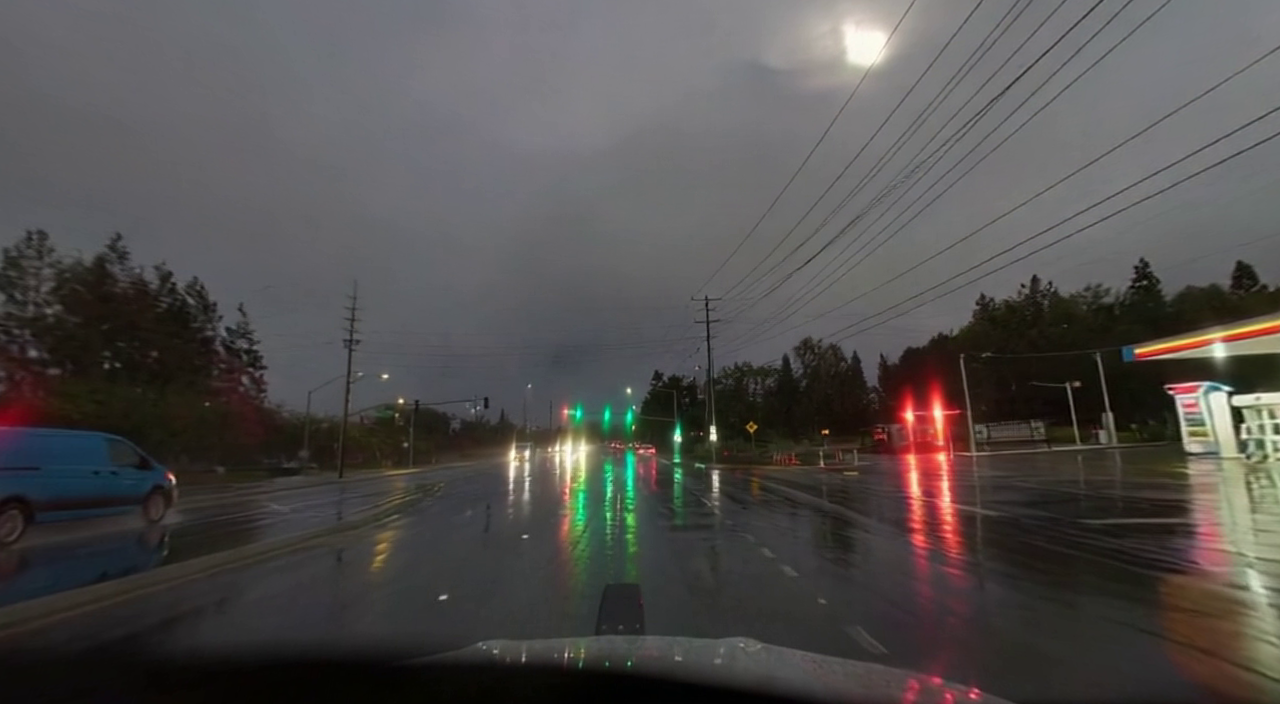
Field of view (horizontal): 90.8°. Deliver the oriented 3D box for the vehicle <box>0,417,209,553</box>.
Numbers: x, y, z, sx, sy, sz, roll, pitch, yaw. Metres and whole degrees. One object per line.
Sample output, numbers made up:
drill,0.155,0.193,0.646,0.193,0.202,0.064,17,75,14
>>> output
vehicle,-9.850,2.070,10.240,2.149,1.848,4.961,0,-9,1
